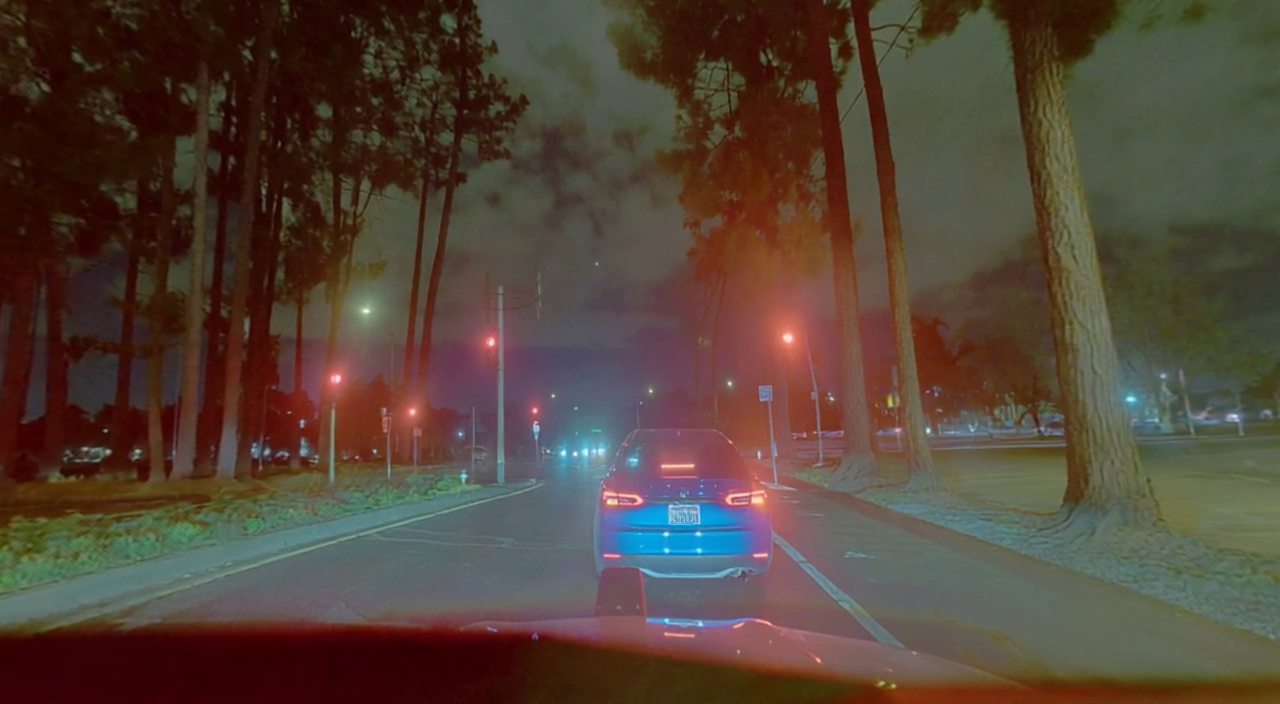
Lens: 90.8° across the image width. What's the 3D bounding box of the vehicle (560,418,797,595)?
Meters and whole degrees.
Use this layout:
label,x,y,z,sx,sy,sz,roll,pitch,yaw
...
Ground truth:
label,x,y,z,sx,sy,sz,roll,pitch,yaw
vehicle,0.371,1.615,7.407,2.035,1.499,3.799,0,-8,1
